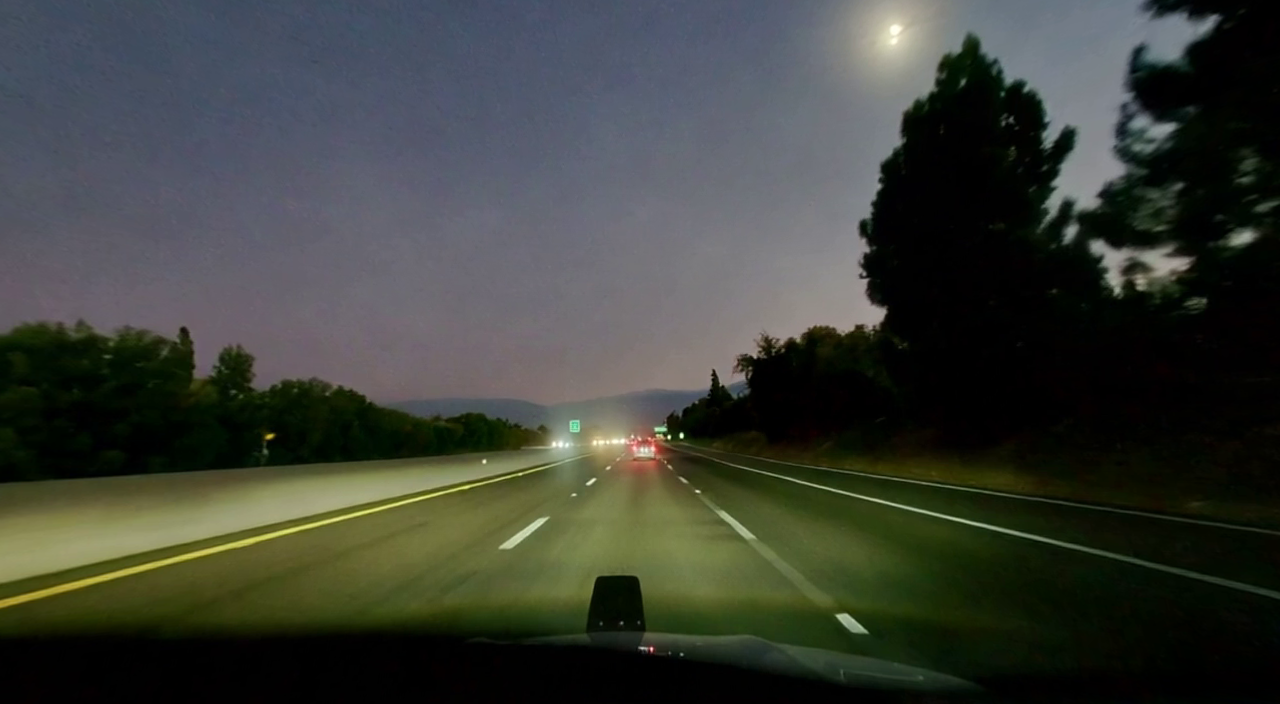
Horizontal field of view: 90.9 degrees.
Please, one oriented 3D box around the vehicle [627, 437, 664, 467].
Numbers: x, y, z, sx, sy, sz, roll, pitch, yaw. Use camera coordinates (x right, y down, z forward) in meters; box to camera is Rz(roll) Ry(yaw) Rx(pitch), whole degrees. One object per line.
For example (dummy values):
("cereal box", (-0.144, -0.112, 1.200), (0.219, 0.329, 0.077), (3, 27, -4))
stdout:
("vehicle", (0.348, 6.459, 40.769), (2.247, 1.825, 4.036), (0, -9, 0))
